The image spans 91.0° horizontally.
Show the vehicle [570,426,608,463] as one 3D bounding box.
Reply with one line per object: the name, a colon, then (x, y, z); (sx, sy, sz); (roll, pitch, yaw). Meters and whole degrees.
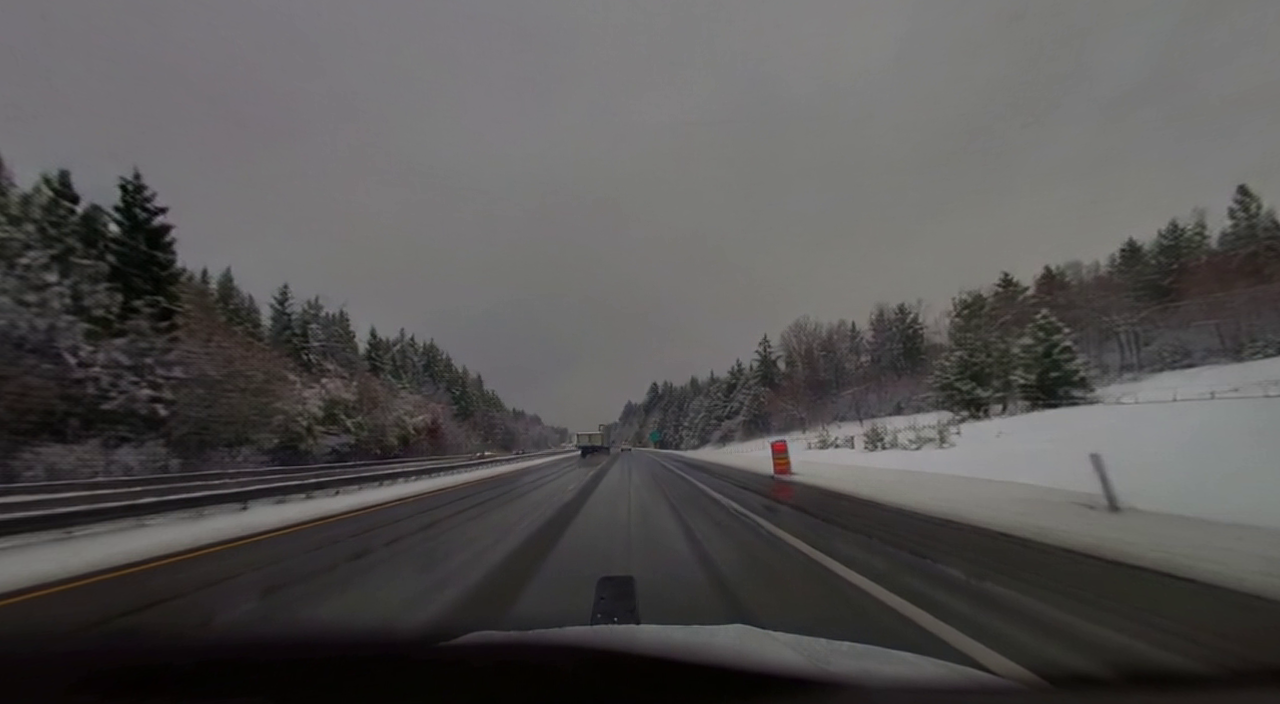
vehicle: (-3.810, 7.030, 47.860); (2.484, 2.625, 5.907); (0, -8, -1)
